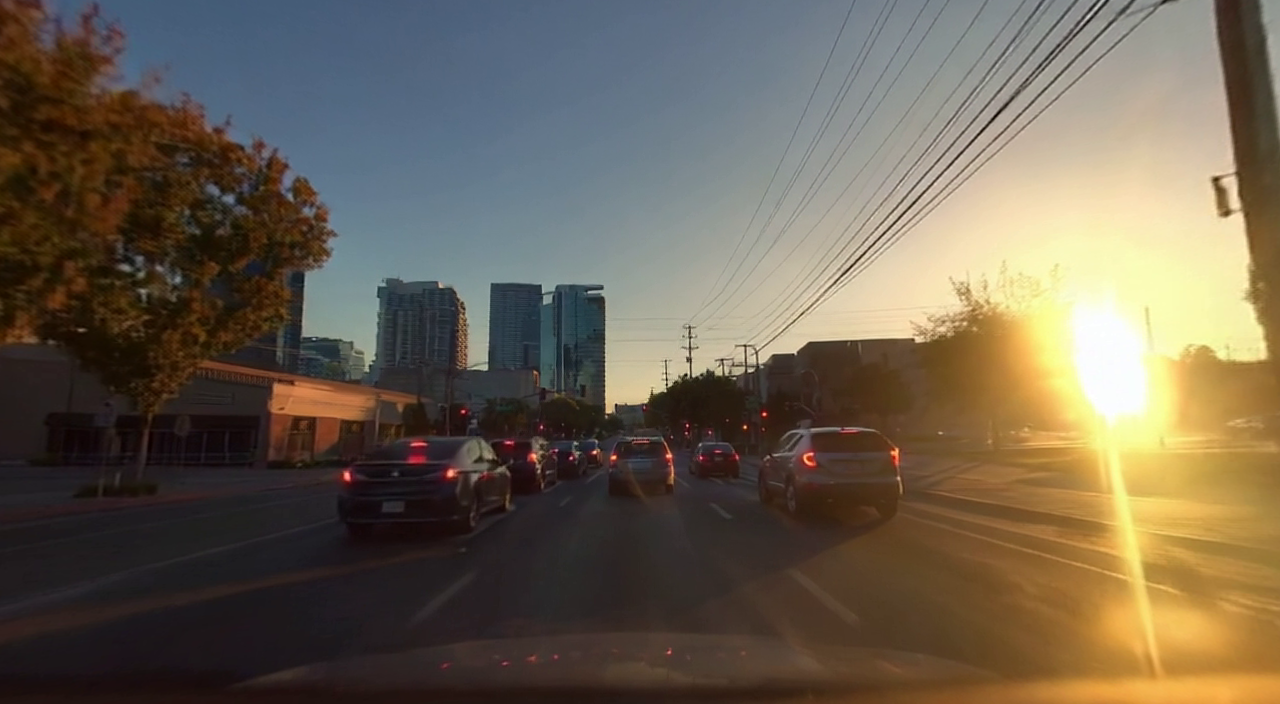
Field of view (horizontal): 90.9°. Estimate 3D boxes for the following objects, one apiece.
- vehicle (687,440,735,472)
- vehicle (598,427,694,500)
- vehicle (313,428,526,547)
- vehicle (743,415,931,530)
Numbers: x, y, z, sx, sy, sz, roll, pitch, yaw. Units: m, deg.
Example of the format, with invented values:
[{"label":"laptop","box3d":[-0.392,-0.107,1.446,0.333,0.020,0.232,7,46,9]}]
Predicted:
[{"label":"vehicle","box3d":[3.571,5.285,32.208,1.880,1.503,4.130,0,-8,-1]},{"label":"vehicle","box3d":[0.124,2.877,16.589,2.200,1.653,4.127,0,-8,0]},{"label":"vehicle","box3d":[-3.214,2.061,10.353,2.104,1.488,4.546,0,-8,-4]},{"label":"vehicle","box3d":[3.365,2.166,11.873,2.024,1.711,4.512,0,-8,-1]}]
